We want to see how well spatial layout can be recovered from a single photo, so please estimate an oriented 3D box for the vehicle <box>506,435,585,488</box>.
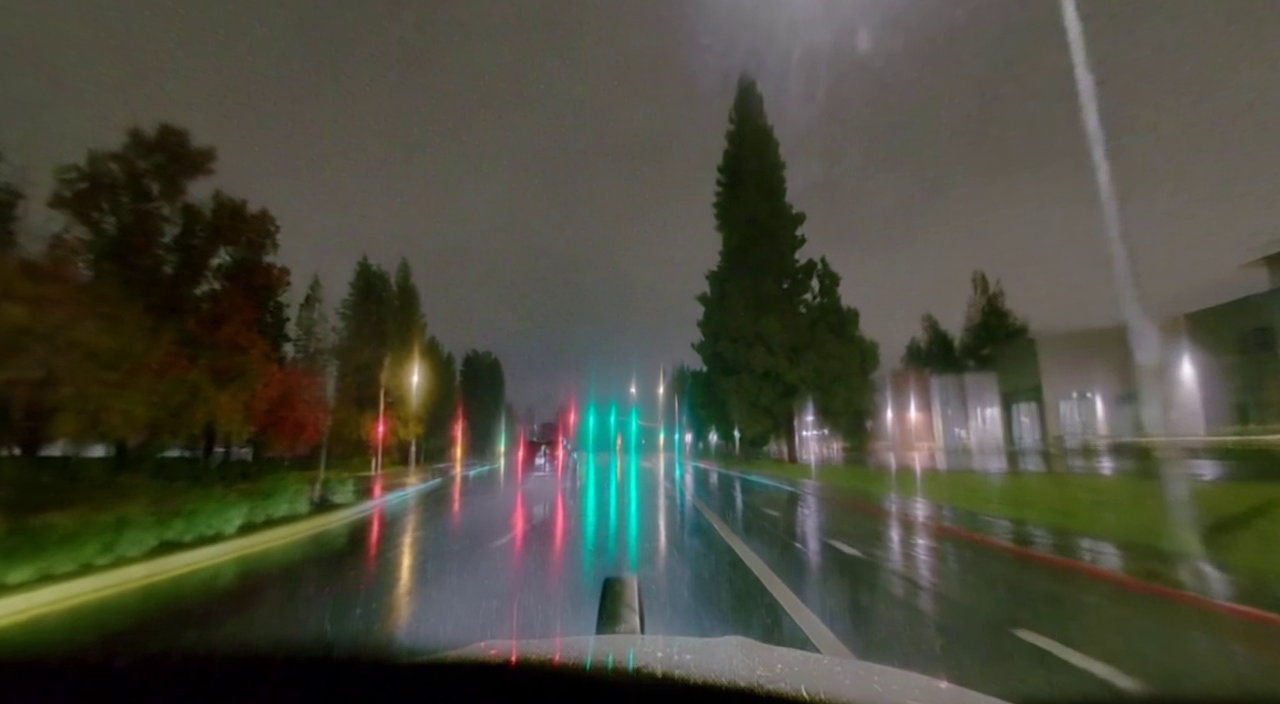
[{"bbox_3d":[-3.296,3.927,22.934,2.121,1.724,4.392,0,-9,1],"label":"vehicle"}]
